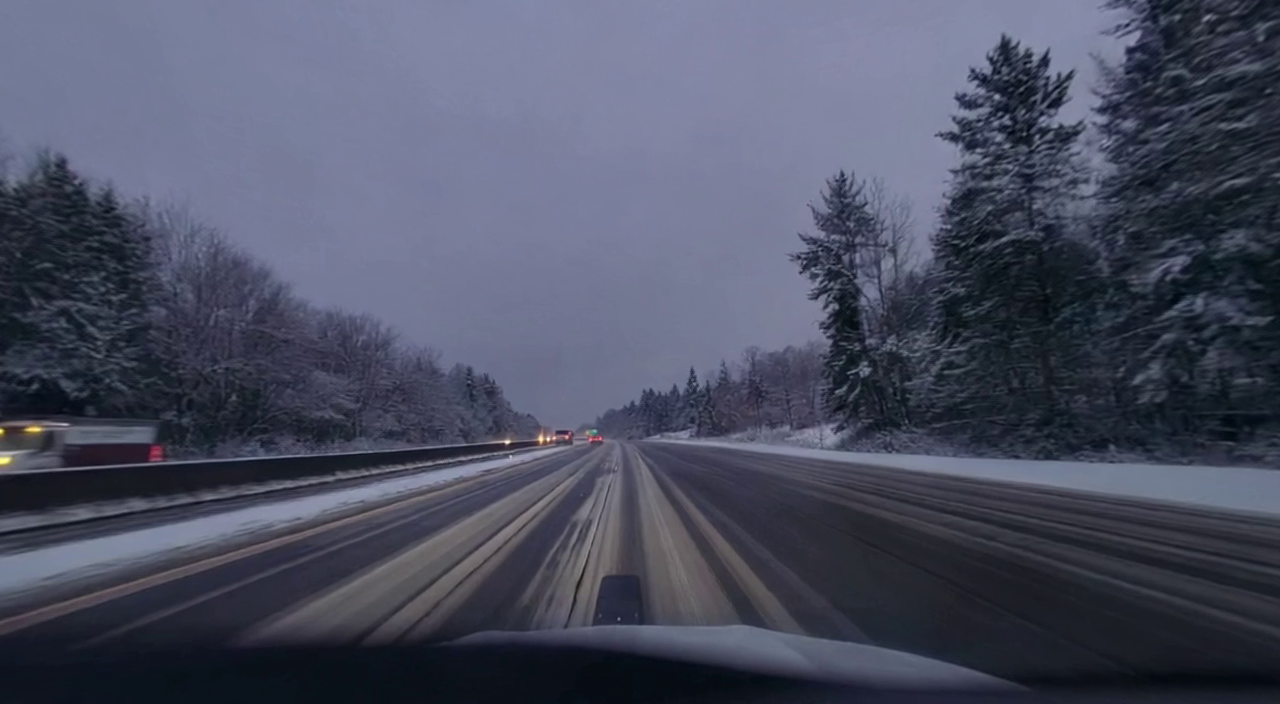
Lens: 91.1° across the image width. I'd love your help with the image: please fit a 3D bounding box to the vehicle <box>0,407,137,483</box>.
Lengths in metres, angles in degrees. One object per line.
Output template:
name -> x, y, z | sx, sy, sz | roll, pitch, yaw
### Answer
vehicle -> -22.250, 3.327, 22.638 | 2.288, 2.483, 7.399 | 0, -8, -1
